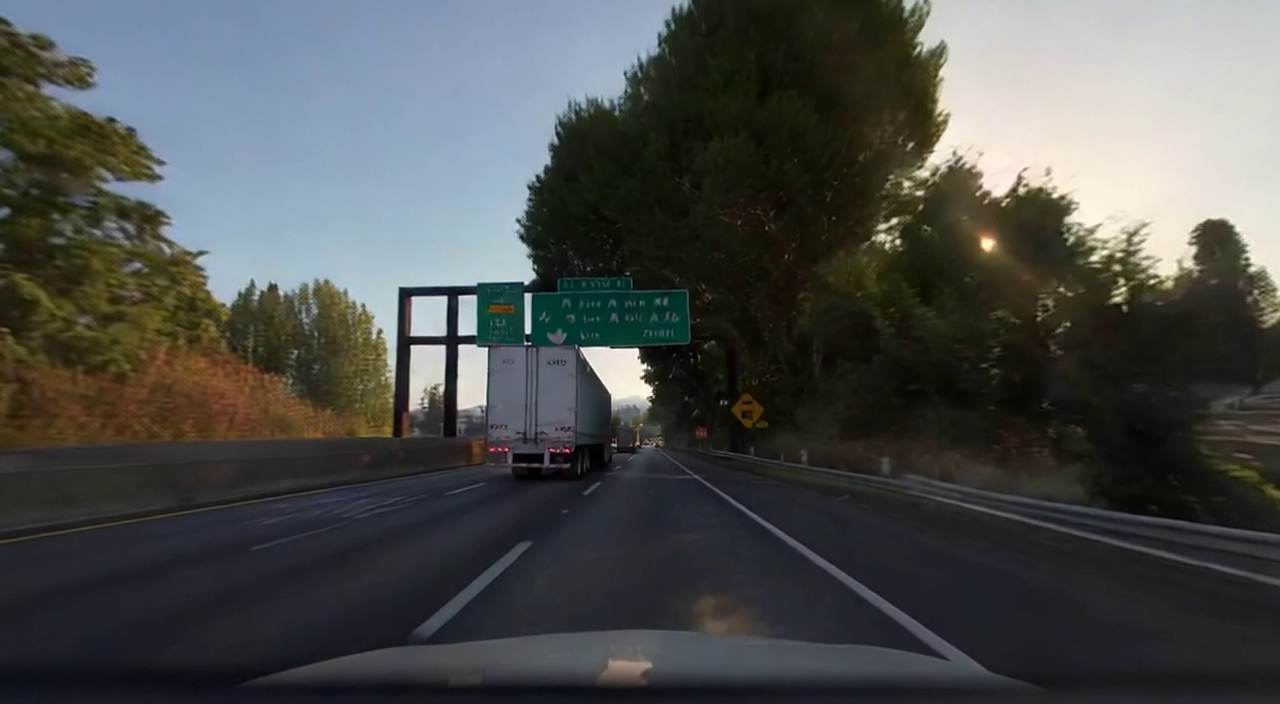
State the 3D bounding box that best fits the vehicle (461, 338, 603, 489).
[{"bbox_3d":[-3.321,2.679,24.105,2.947,4.051,14.256,-1,-8,0],"label":"vehicle"}]
